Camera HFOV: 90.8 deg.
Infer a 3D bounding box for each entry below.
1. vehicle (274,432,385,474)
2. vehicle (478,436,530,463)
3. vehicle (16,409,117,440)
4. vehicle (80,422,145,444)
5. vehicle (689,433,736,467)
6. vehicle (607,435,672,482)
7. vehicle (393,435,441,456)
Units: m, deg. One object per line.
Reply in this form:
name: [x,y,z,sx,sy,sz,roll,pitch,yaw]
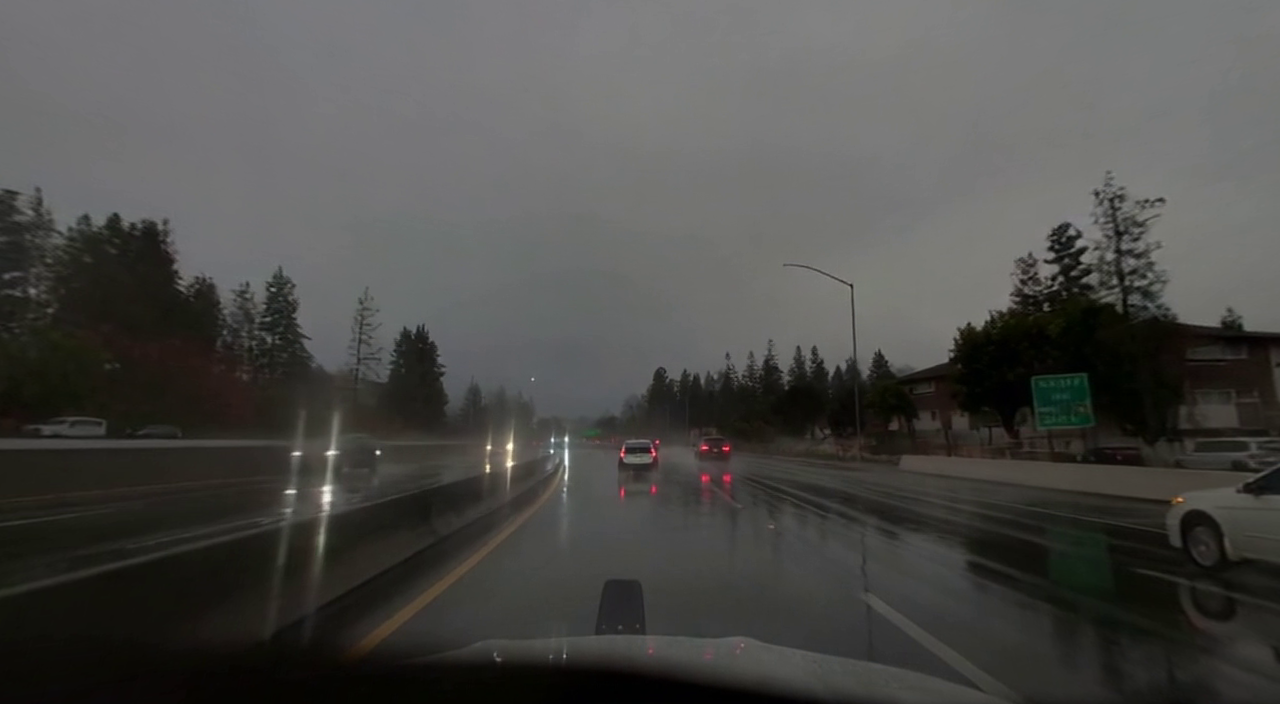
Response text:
vehicle: [-12.256,4.016,25.336,2.042,1.502,4.626,0,-8,1]
vehicle: [-7.801,5.651,36.642,1.893,1.477,4.648,0,-8,1]
vehicle: [-39.627,5.081,43.872,2.041,1.944,5.239,0,-8,0]
vehicle: [-36.635,5.663,43.984,1.505,1.371,3.387,4,-8,0]
vehicle: [4.252,5.817,37.576,2.186,1.842,4.553,0,-8,-1]
vehicle: [0.016,3.618,21.635,2.040,1.451,3.736,0,-8,1]
vehicle: [-17.210,7.255,49.048,1.867,1.503,4.933,0,-8,0]
